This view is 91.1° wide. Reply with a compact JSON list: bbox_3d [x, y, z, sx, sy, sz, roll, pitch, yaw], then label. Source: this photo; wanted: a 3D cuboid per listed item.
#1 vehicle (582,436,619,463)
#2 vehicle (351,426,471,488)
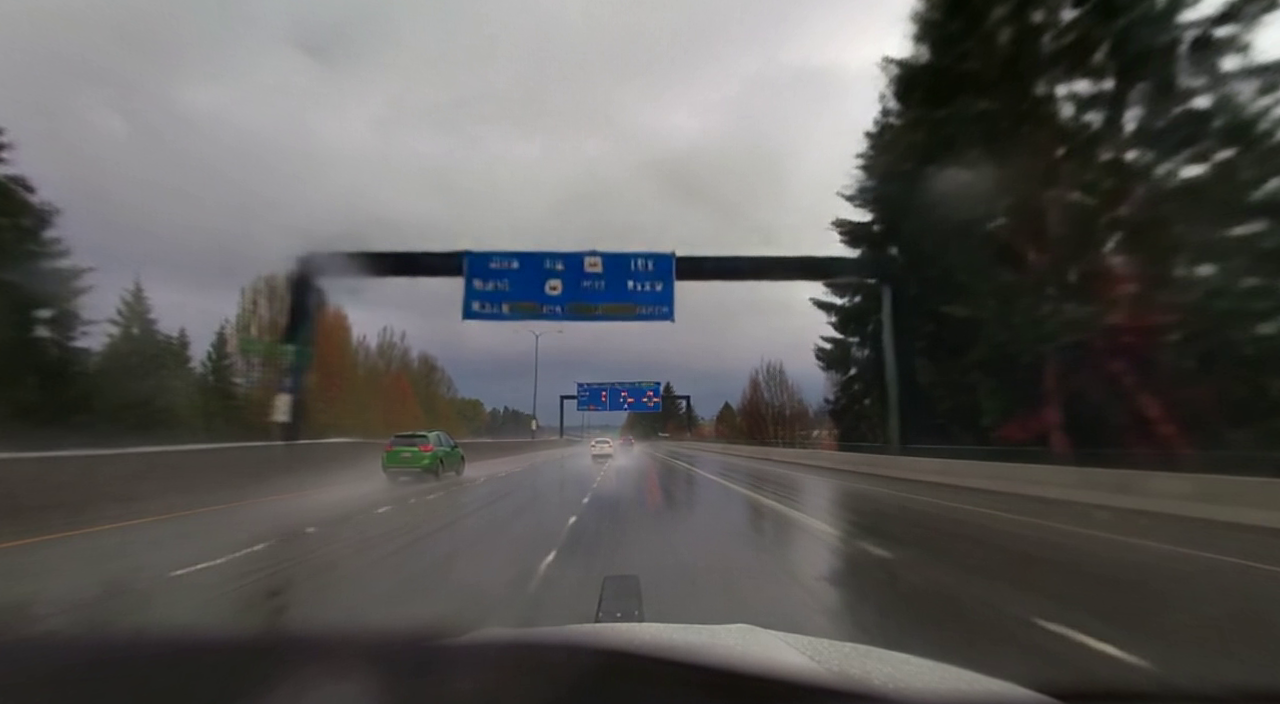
[{"bbox_3d":[-2.274,5.723,37.154,2.010,1.534,4.013,0,-8,-1],"label":"vehicle"},{"bbox_3d":[-6.877,3.177,19.489,2.111,1.689,4.505,0,-8,-1],"label":"vehicle"}]
